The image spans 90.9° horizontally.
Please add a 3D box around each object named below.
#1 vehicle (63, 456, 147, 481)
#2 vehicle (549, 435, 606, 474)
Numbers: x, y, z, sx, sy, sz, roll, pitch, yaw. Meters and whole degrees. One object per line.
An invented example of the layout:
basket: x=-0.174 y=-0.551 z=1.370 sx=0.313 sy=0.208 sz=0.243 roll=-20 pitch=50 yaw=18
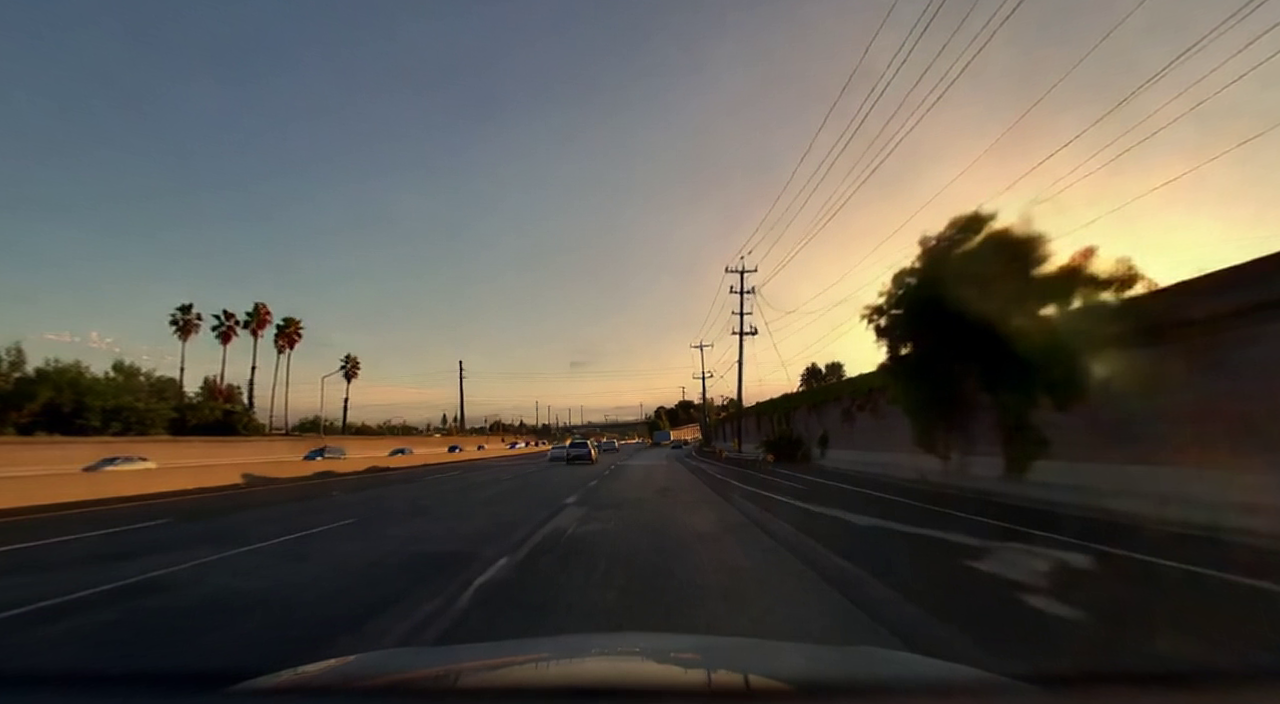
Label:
vehicle: x=-35.546 y=7.726 z=42.065 sx=1.758 sy=1.459 sz=4.364 roll=0 pitch=-8 yaw=0
vehicle: x=-2.697 y=4.555 z=28.157 sx=2.029 sy=1.609 sz=3.935 roll=0 pitch=-8 yaw=2
